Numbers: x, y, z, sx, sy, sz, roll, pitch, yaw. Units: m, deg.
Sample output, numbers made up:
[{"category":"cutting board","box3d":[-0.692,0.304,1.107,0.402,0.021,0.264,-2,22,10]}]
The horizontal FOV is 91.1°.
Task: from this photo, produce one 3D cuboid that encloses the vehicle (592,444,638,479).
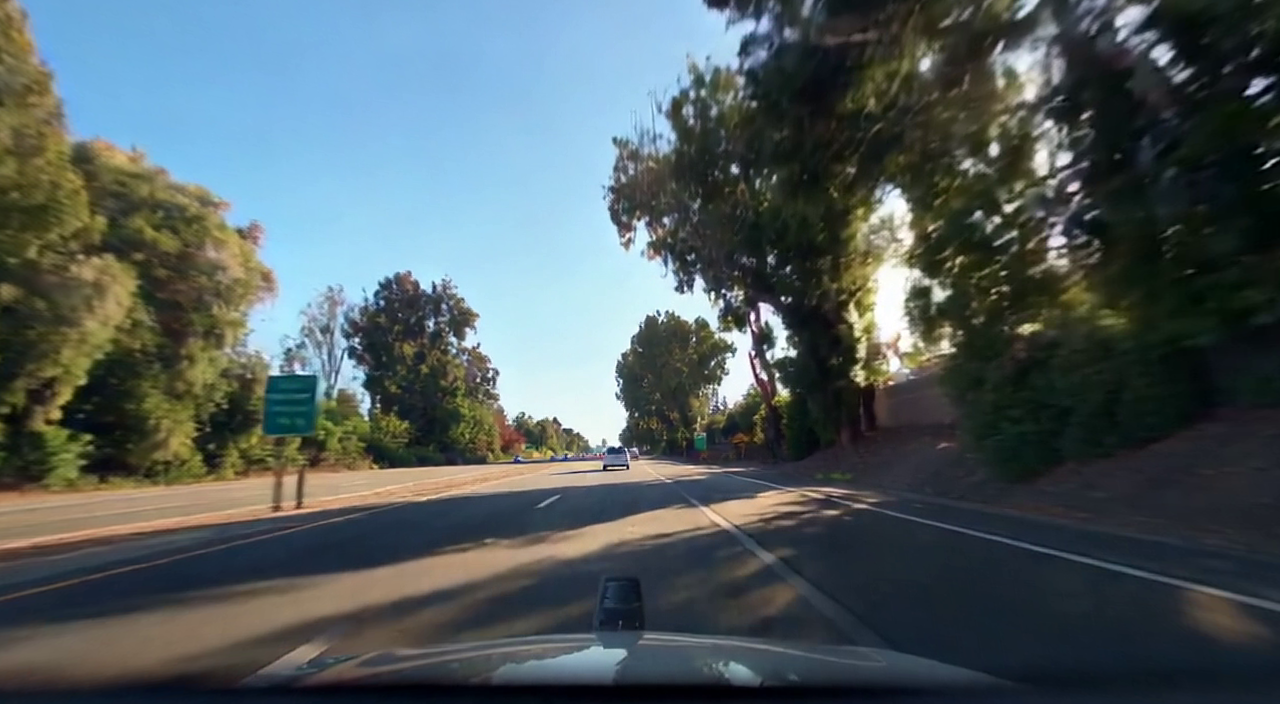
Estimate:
[{"category":"vehicle","box3d":[-1.242,5.723,33.073,2.120,1.715,4.153,-1,-9,1]}]
